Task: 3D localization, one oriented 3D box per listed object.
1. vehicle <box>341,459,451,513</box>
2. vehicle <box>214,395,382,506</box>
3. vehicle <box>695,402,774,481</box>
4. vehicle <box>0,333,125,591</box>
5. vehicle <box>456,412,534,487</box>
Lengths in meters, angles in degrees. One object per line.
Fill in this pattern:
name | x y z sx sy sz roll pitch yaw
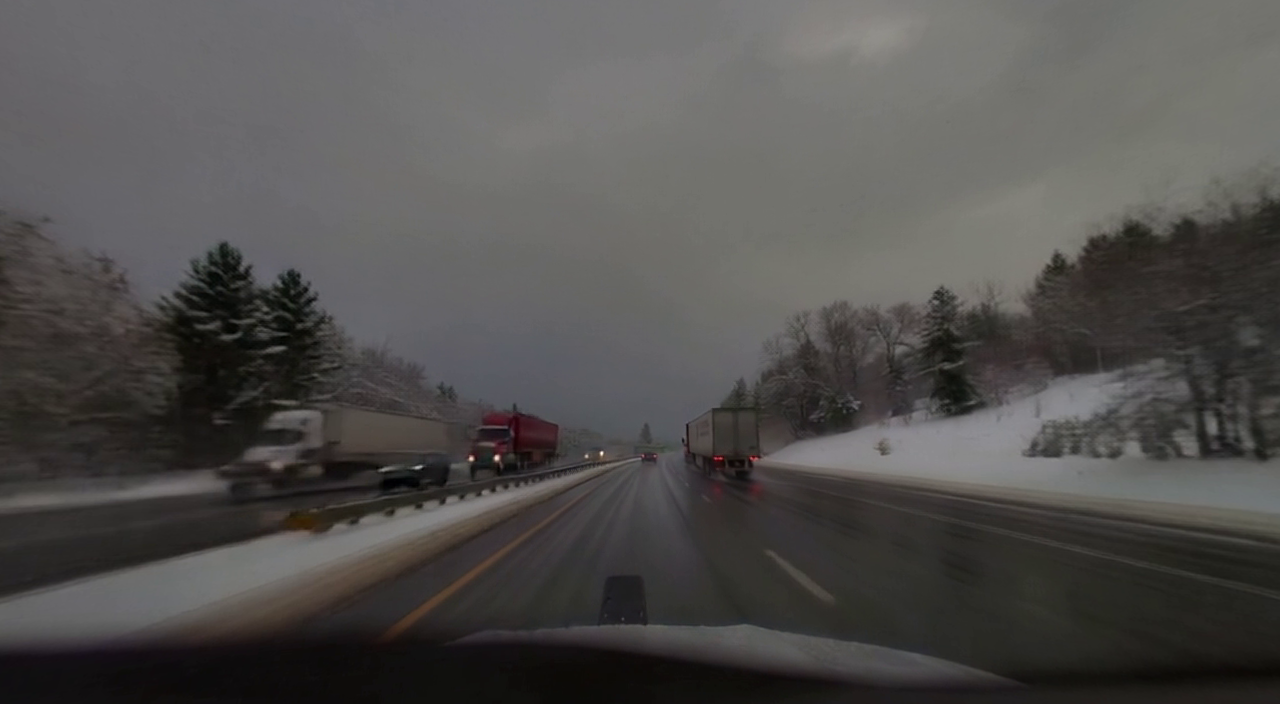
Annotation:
vehicle | -8.109 4.467 21.453 1.952 1.579 4.290 0 -9 1
vehicle | -12.925 3.822 24.620 2.908 3.778 6.092 0 -9 1
vehicle | 4.842 5.006 34.787 2.866 3.558 11.674 0 -9 2
vehicle | -10.484 1.115 6.082 2.952 3.538 9.079 -1 -9 3
vehicle | -8.221 5.647 36.570 3.016 3.937 5.836 0 -9 1
